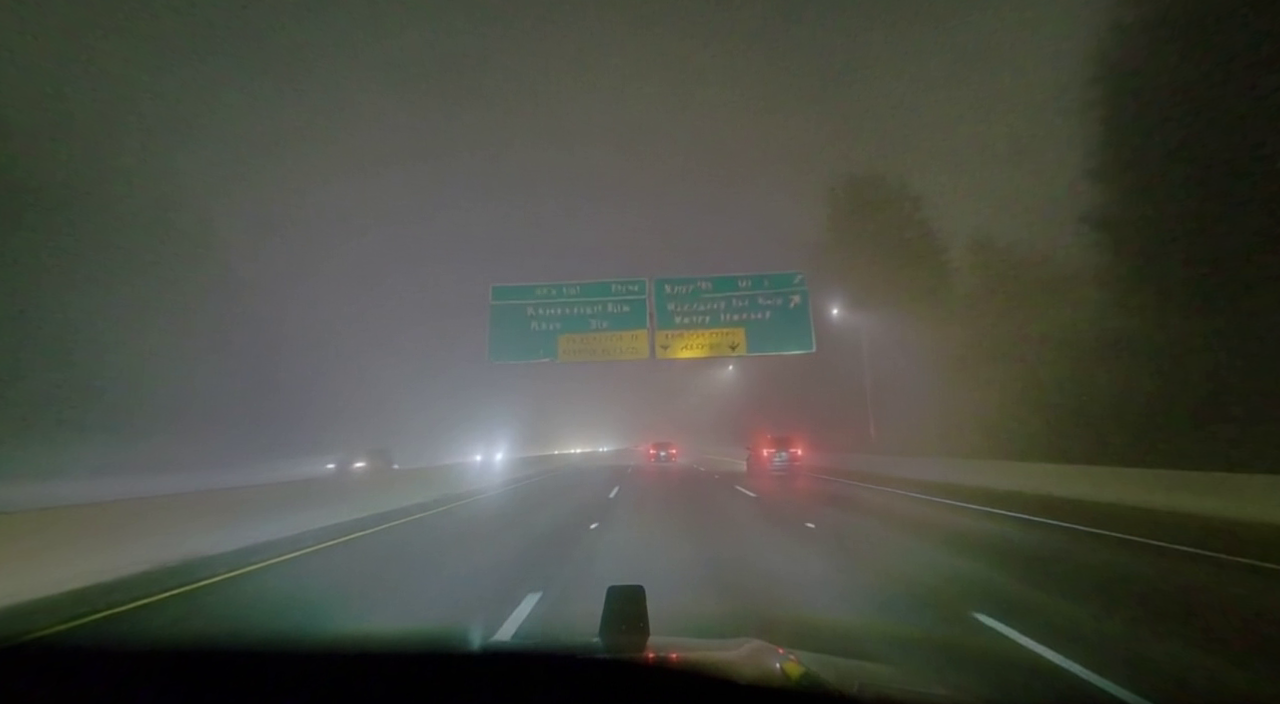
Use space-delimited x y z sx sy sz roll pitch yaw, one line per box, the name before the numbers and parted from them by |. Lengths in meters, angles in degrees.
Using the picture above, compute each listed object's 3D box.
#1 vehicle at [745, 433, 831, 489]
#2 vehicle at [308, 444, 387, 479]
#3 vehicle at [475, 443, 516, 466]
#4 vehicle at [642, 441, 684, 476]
vehicle | 4.575 3.412 20.081 1.770 1.566 4.282 0 -8 1
vehicle | -14.879 5.581 32.263 1.894 1.632 4.208 -1 -8 2
vehicle | -10.504 7.478 46.068 1.904 1.548 4.097 0 -8 2
vehicle | 0.971 4.553 27.183 1.683 1.400 3.868 0 -8 1
